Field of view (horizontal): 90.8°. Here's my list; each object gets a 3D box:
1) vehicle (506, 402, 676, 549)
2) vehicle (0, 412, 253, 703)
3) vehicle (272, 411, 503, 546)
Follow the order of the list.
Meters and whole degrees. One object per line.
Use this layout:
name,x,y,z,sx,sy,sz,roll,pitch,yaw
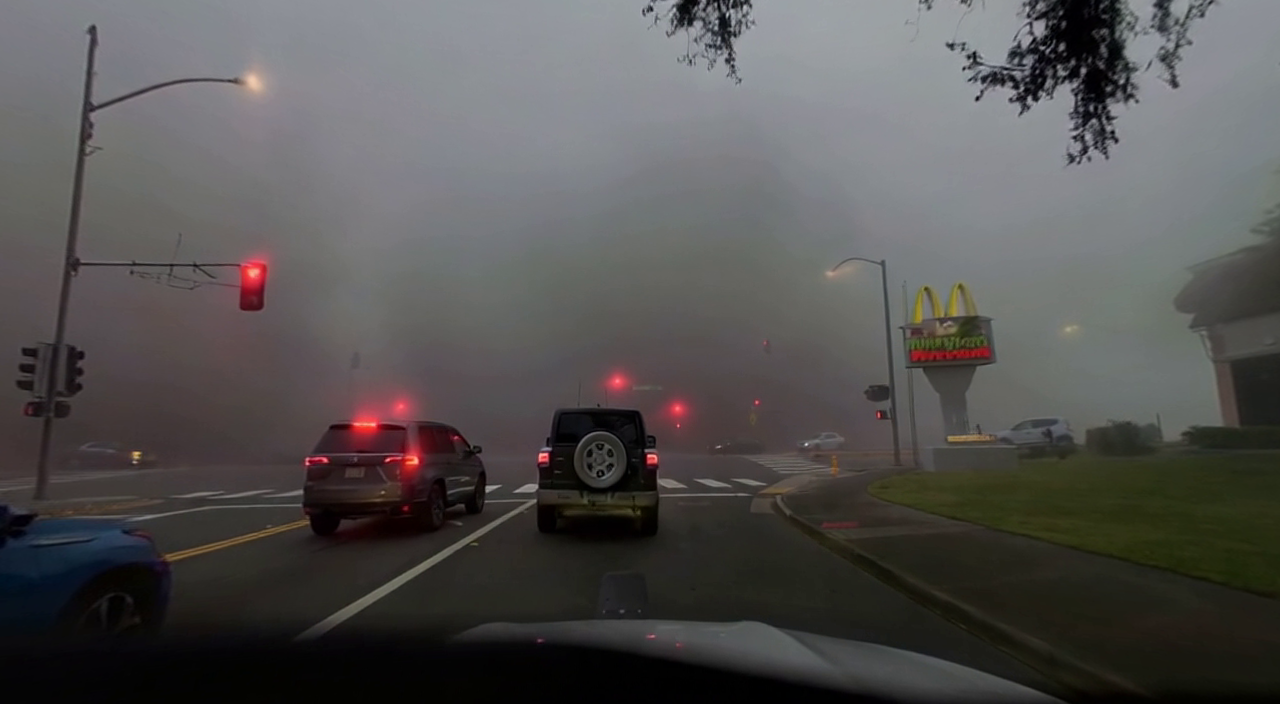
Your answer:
vehicle,-0.724,1.970,10.736,2.224,1.923,4.643,0,-8,-2
vehicle,-3.885,0.955,2.429,1.941,1.479,4.541,0,-8,-1
vehicle,-3.947,2.065,10.942,2.130,1.819,4.497,0,-8,0
